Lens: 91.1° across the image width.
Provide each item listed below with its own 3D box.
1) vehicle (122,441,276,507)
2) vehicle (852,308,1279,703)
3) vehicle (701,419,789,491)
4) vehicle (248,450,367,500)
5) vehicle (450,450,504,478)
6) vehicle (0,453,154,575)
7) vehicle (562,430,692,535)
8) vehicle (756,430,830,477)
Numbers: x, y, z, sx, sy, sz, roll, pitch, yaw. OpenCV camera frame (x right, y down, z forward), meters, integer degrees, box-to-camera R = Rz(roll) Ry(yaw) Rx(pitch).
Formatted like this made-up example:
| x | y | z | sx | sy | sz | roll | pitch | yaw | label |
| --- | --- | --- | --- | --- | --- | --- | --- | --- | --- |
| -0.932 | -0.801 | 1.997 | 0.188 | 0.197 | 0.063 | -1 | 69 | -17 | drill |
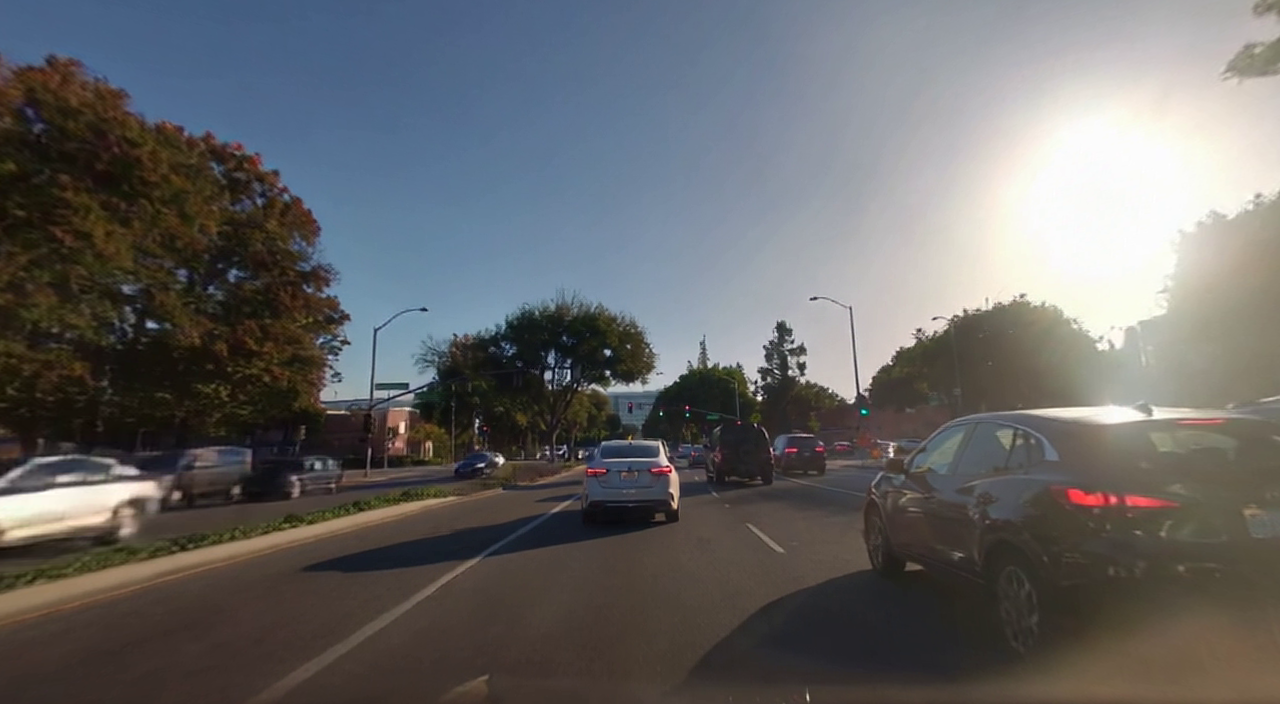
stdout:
| x | y | z | sx | sy | sz | roll | pitch | yaw | label |
| --- | --- | --- | --- | --- | --- | --- | --- | --- | --- |
| -15.976 | 4.369 | 23.179 | 2.040 | 2.152 | 4.854 | 0 | -8 | 1 | vehicle |
| 3.399 | 1.078 | 4.936 | 1.982 | 1.960 | 4.427 | 0 | -8 | 1 | vehicle |
| 3.955 | 4.008 | 24.800 | 2.516 | 2.481 | 5.766 | 0 | -8 | 1 | vehicle |
| -12.418 | 4.587 | 23.829 | 1.944 | 1.638 | 4.496 | 0 | -8 | 1 | vehicle |
| -9.340 | 6.457 | 36.419 | 1.933 | 1.469 | 4.516 | 0 | -8 | 0 | vehicle |
| -9.150 | 2.121 | 8.243 | 2.050 | 1.498 | 4.238 | 0 | -8 | 1 | vehicle |
| -0.175 | 2.411 | 12.291 | 2.111 | 1.676 | 4.018 | 0 | -8 | 1 | vehicle |
| 7.901 | 5.270 | 33.025 | 2.627 | 2.252 | 5.236 | 0 | -8 | 1 | vehicle |
